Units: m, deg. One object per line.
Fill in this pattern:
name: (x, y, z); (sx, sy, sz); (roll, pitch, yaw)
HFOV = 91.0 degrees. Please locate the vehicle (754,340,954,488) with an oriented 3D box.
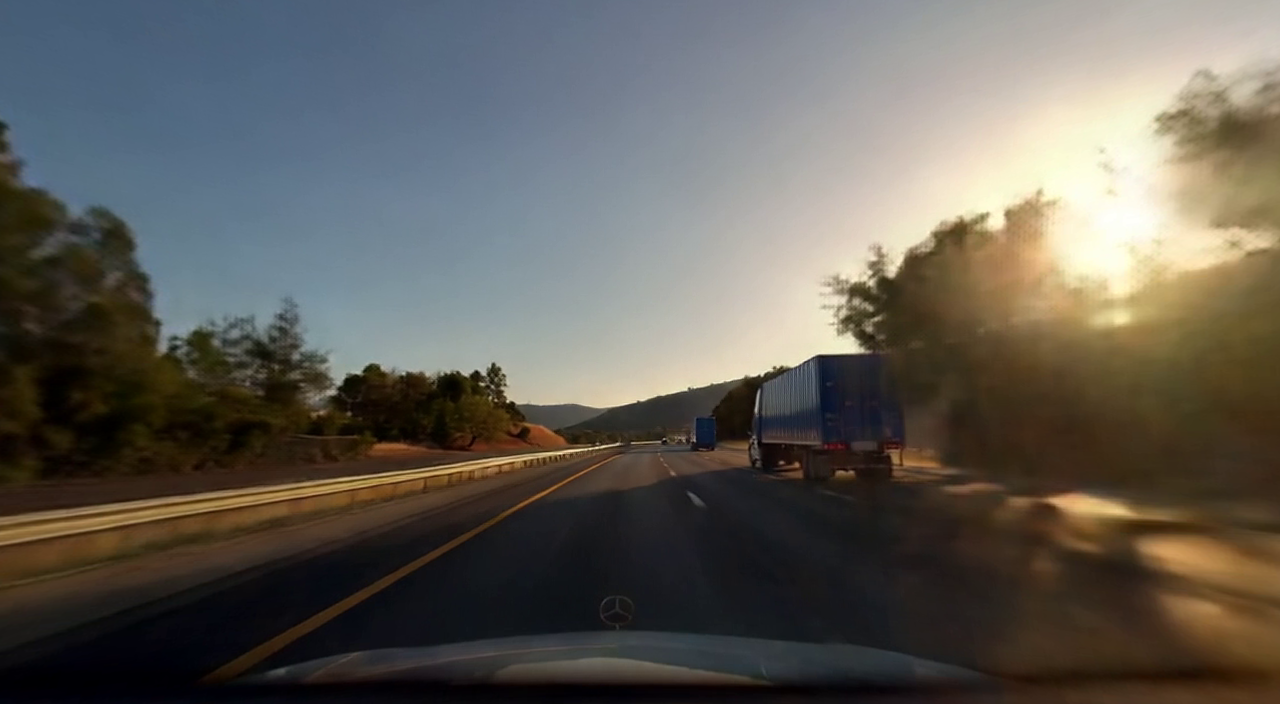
vehicle: (7.164, 2.687, 24.425); (2.885, 4.075, 13.981); (0, -8, 0)
